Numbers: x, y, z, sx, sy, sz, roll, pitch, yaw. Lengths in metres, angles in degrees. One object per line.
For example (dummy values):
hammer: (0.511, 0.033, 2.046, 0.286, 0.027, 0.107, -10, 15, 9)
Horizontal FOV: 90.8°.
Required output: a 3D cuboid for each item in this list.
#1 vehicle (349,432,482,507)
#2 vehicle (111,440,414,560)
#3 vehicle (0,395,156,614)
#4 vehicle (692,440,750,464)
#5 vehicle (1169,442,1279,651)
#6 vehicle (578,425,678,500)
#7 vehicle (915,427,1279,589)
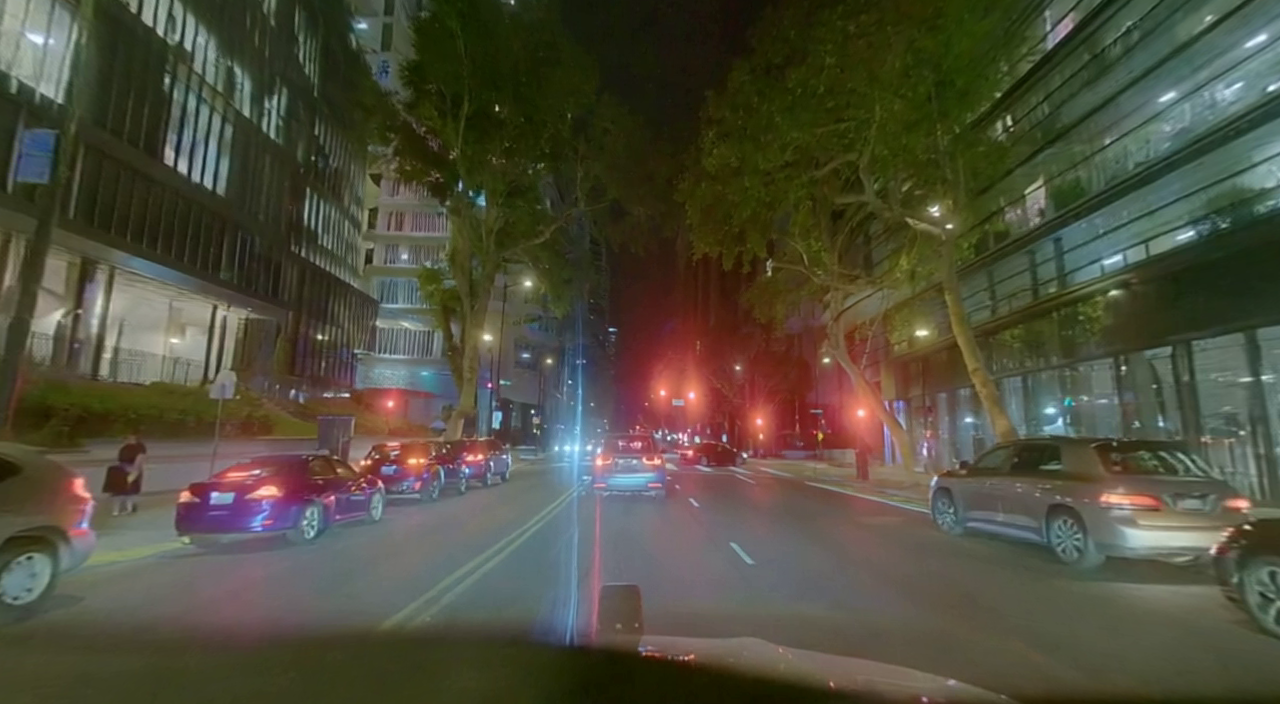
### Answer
vehicle: (-5.727, 3.049, 16.846, 1.904, 1.684, 4.529, 0, -9, 0)
vehicle: (-5.575, 2.190, 10.190, 1.841, 1.466, 4.364, -1, -9, 7)
vehicle: (-6.141, 1.094, 4.137, 1.947, 1.748, 4.988, 0, -8, 0)
vehicle: (5.547, 6.736, 42.752, 1.824, 1.555, 4.638, -7, -11, 36)
vehicle: (5.607, 1.180, 3.054, 1.999, 1.498, 4.780, 0, -9, 1)
vehicle: (-0.241, 2.821, 16.425, 2.258, 1.687, 3.934, 0, -9, 1)
vehicle: (5.996, 2.003, 9.048, 2.004, 1.699, 4.525, 0, -9, -1)
